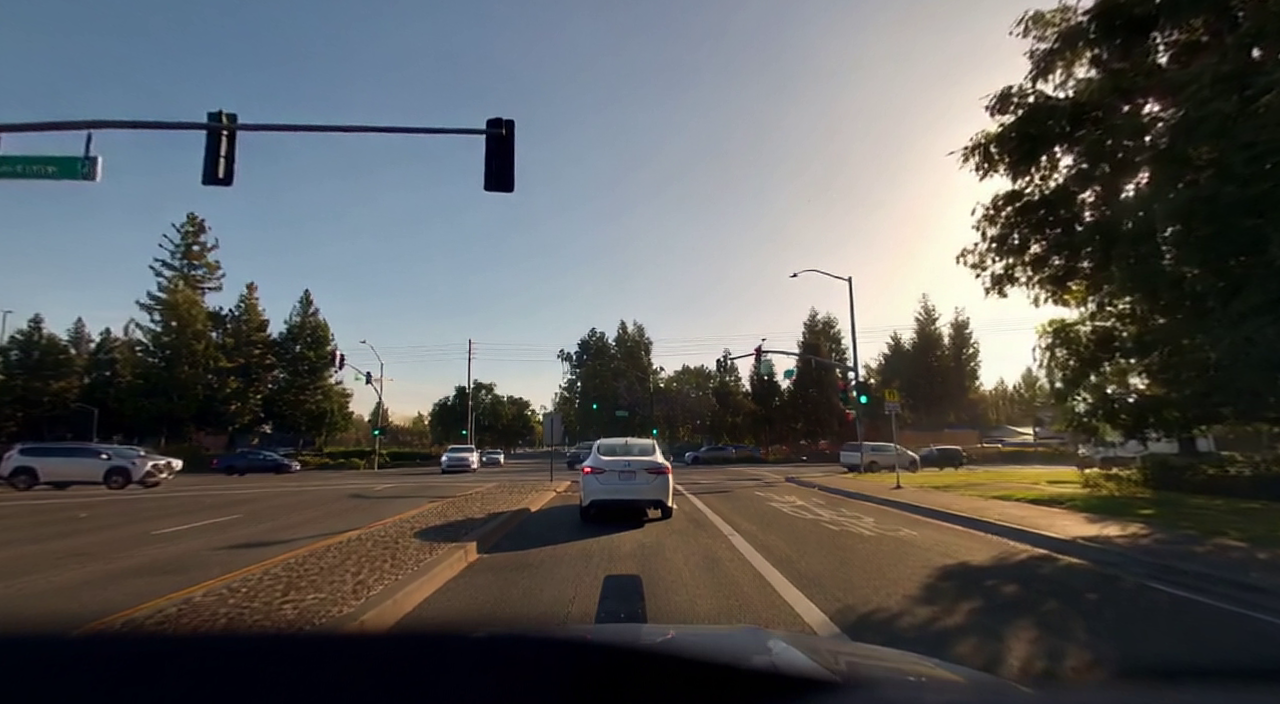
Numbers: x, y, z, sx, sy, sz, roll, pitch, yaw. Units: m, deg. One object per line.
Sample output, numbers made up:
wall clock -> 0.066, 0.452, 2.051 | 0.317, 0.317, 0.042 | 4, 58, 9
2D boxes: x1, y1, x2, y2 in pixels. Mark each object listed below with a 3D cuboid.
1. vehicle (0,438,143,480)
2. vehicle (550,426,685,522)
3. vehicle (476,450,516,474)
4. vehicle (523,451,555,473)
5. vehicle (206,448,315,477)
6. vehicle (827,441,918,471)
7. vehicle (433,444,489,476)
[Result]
vehicle -> -25.747, 4.770, 28.351 | 4.877, 1.754, 1.978 | 2, -8, -13
vehicle -> -0.371, 2.221, 12.086 | 2.112, 1.479, 4.264 | 0, -8, -1
vehicle -> -10.259, 7.895, 45.420 | 2.078, 1.534, 4.646 | 1, -8, -4
vehicle -> -7.402, 8.088, 46.732 | 2.077, 1.449, 4.838 | 1, -8, -6
vehicle -> -20.044, 5.862, 33.609 | 4.548, 1.449, 1.802 | 2, -8, -13
vehicle -> 12.452, 5.522, 33.776 | 4.601, 1.485, 1.929 | 4, -9, -27
vehicle -> -9.044, 5.473, 32.331 | 2.073, 1.459, 4.495 | 1, -8, -7
